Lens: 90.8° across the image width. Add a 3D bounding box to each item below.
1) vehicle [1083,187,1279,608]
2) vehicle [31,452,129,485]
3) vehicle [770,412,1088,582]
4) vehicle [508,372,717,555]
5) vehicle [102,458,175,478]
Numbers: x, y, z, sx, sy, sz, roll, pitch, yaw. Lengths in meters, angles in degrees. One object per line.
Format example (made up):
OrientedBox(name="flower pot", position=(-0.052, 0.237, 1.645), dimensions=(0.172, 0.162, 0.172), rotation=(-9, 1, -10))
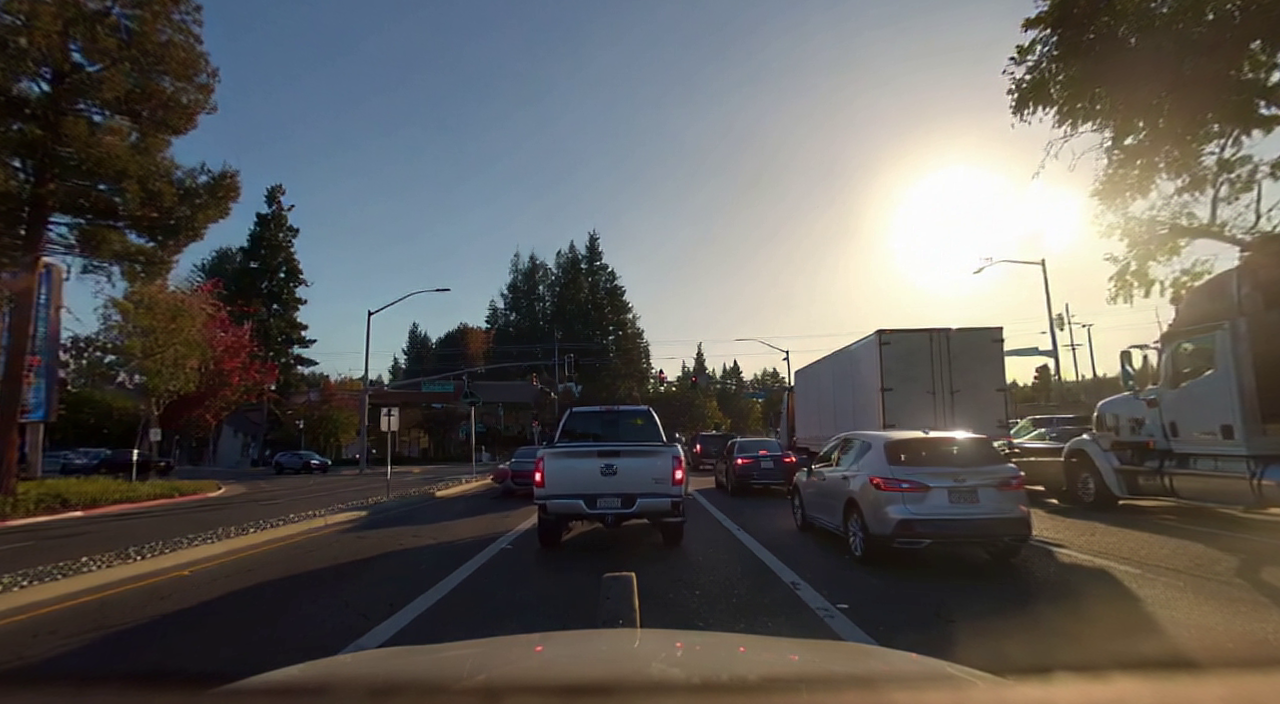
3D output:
OrientedBox(name="vehicle", position=(6.526, 0.101, 3.345), dimensions=(2.802, 3.322, 7.429), rotation=(0, -9, 0))
OrientedBox(name="vehicle", position=(-28.559, 5.922, 32.398), dimensions=(1.730, 1.534, 3.922), rotation=(1, -9, -8))
OrientedBox(name="vehicle", position=(3.253, 1.753, 8.533), dimensions=(1.905, 1.587, 4.998), rotation=(0, -9, 0))
OrientedBox(name="vehicle", position=(-0.359, 1.720, 10.218), dimensions=(2.499, 2.183, 5.111), rotation=(0, -9, -1))
OrientedBox(name="vehicle", position=(-38.158, 8.807, 48.100), dimensions=(4.150, 1.474, 1.826), rotation=(-1, -9, 6))
